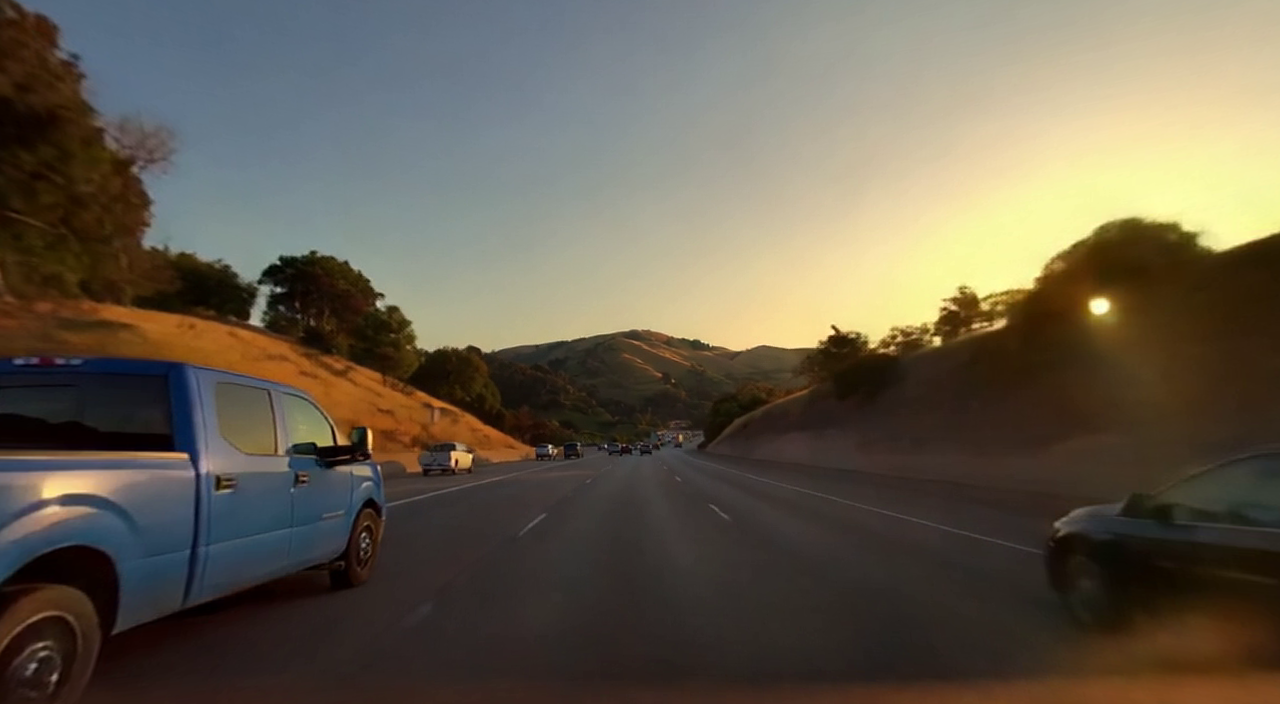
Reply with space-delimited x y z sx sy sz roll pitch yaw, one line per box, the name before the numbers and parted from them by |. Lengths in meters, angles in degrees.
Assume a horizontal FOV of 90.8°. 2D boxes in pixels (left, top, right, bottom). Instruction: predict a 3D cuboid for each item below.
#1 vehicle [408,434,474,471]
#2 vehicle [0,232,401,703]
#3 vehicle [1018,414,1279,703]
vehicle | -10.952 5.562 35.176 2.012 1.875 4.895 0 -9 1
vehicle | -3.566 0.723 2.932 2.483 2.100 6.208 0 -9 0
vehicle | 4.185 1.036 2.834 2.047 1.524 4.619 0 -9 -1
